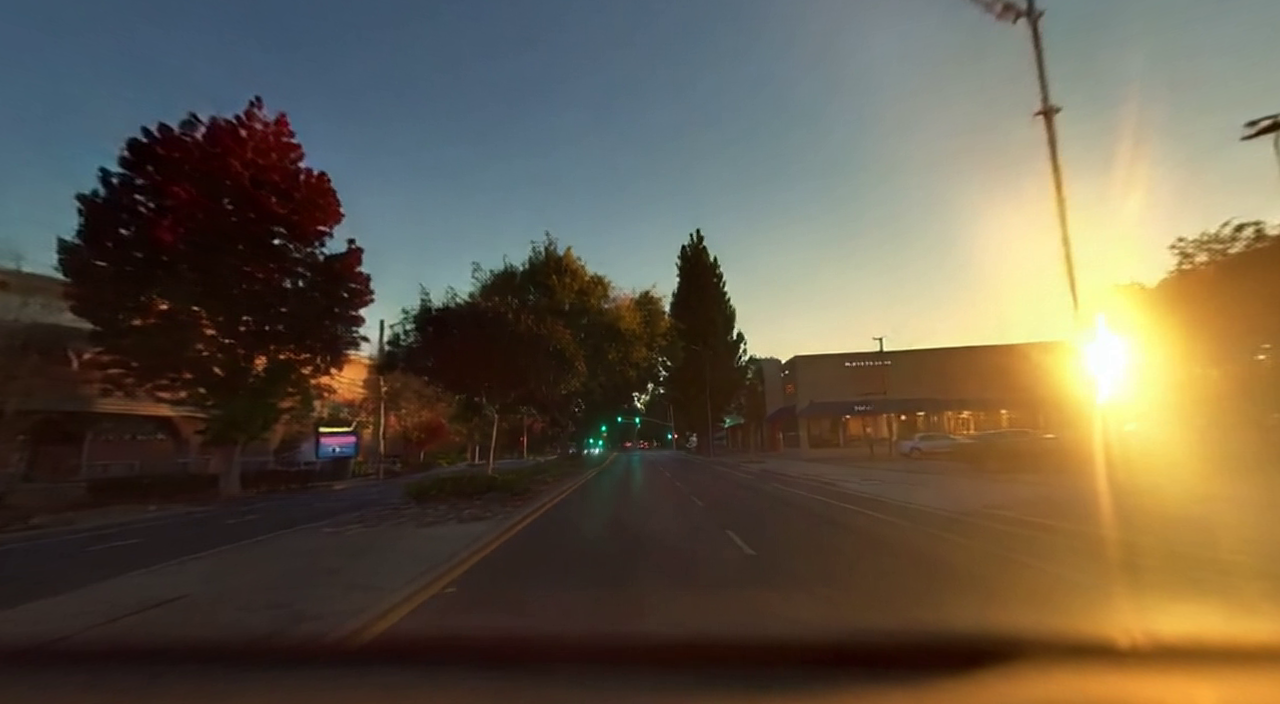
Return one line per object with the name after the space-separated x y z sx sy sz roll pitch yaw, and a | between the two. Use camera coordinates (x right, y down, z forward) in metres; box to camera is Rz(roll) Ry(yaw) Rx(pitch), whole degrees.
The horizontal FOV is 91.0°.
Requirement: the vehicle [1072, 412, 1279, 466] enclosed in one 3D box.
16.624 2.700 19.354 5.124 1.541 2.070 0 -9 -1 | vehicle

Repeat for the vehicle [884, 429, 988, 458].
16.222 5.037 34.685 4.701 1.500 2.050 0 -8 0 | vehicle
